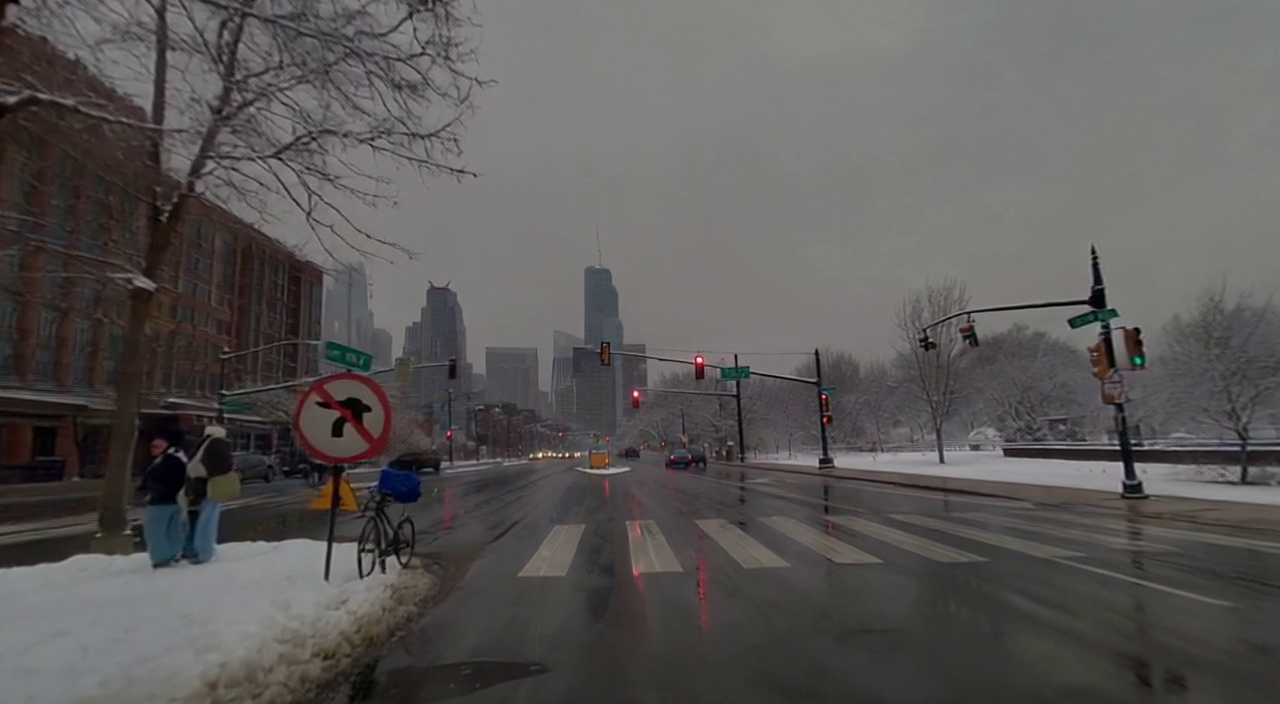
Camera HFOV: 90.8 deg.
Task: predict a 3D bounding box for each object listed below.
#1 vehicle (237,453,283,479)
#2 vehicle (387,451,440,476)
[{"bbox_3d":[-28.732,8.566,47.737,2.199,1.838,4.222,7,-11,-40],"label":"vehicle"},{"bbox_3d":[-15.446,7.526,42.982,2.123,1.544,4.158,6,-11,-37],"label":"vehicle"}]
